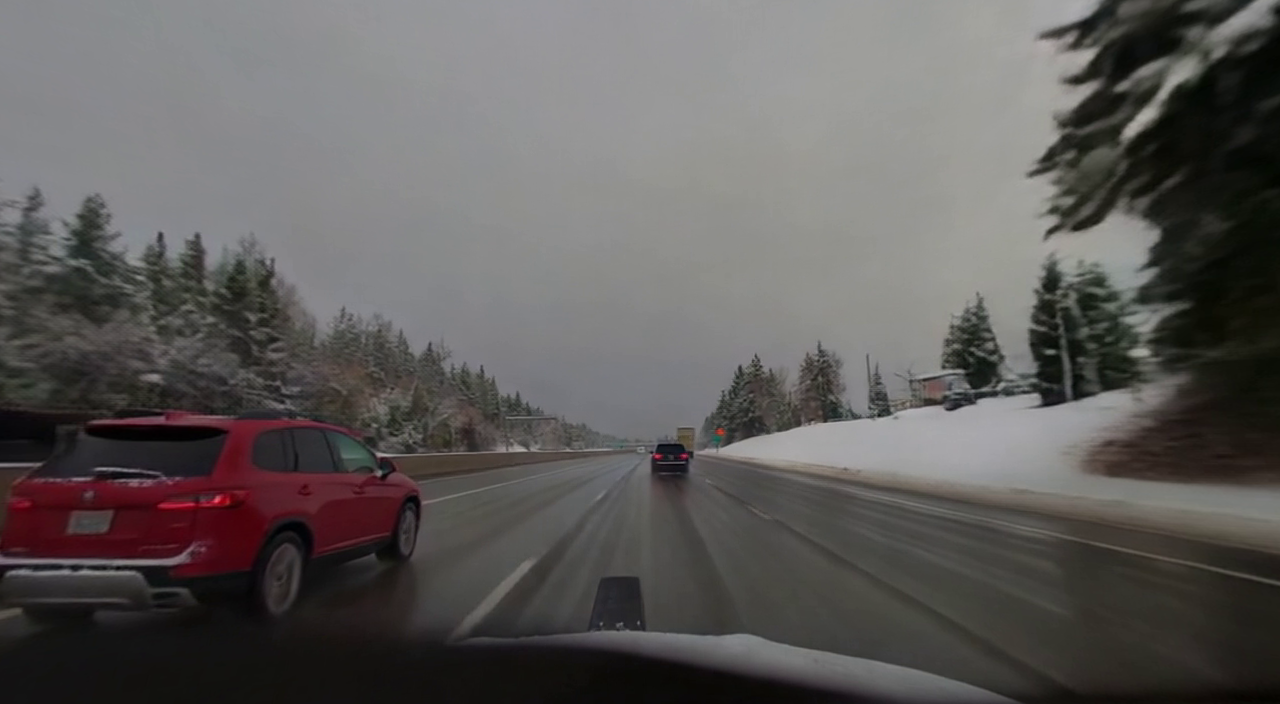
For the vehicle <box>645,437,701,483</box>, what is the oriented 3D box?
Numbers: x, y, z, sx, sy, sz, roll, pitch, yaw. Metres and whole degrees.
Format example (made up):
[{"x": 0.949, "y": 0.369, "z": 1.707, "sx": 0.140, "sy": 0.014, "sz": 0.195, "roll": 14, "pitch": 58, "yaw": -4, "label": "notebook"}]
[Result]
[{"x": 1.256, "y": 4.390, "z": 25.867, "sx": 2.087, "sy": 1.682, "sz": 4.388, "roll": 0, "pitch": -9, "yaw": 0, "label": "vehicle"}]

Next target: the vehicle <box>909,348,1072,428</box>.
[{"x": 25.146, "y": 3.219, "z": 47.175, "sx": 3.528, "sy": 4.387, "sz": 16.822, "roll": -1, "pitch": -9, "yaw": 4, "label": "vehicle"}]

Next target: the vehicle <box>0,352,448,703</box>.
[{"x": -3.461, "y": 1.253, "z": 5.338, "sx": 2.139, "sy": 1.804, "sz": 4.611, "roll": 0, "pitch": -9, "yaw": 1, "label": "vehicle"}]
